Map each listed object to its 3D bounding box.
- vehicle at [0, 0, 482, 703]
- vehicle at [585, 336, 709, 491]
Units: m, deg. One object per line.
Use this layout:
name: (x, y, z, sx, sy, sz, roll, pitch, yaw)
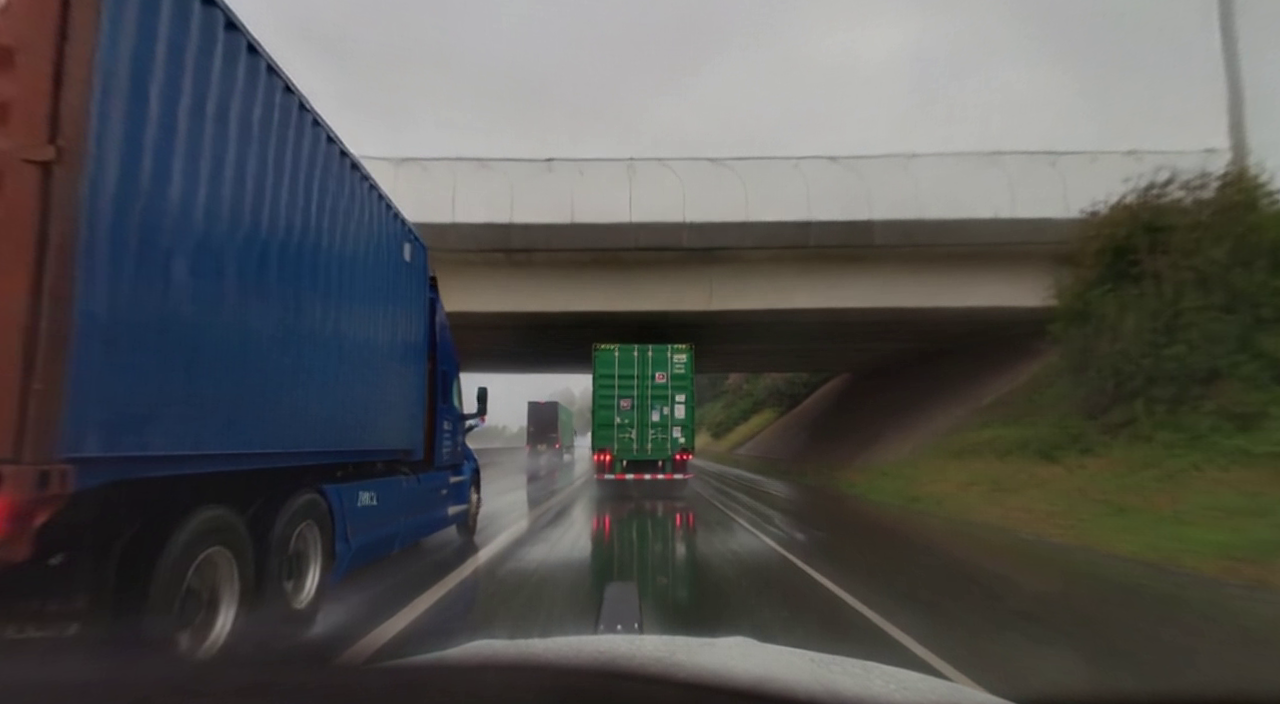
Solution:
vehicle: (-3.597, -0.018, 4.361, 3.187, 3.949, 6.963, 0, -9, 0)
vehicle: (0.013, 2.197, 21.090, 3.357, 4.212, 7.519, 0, -9, -2)
